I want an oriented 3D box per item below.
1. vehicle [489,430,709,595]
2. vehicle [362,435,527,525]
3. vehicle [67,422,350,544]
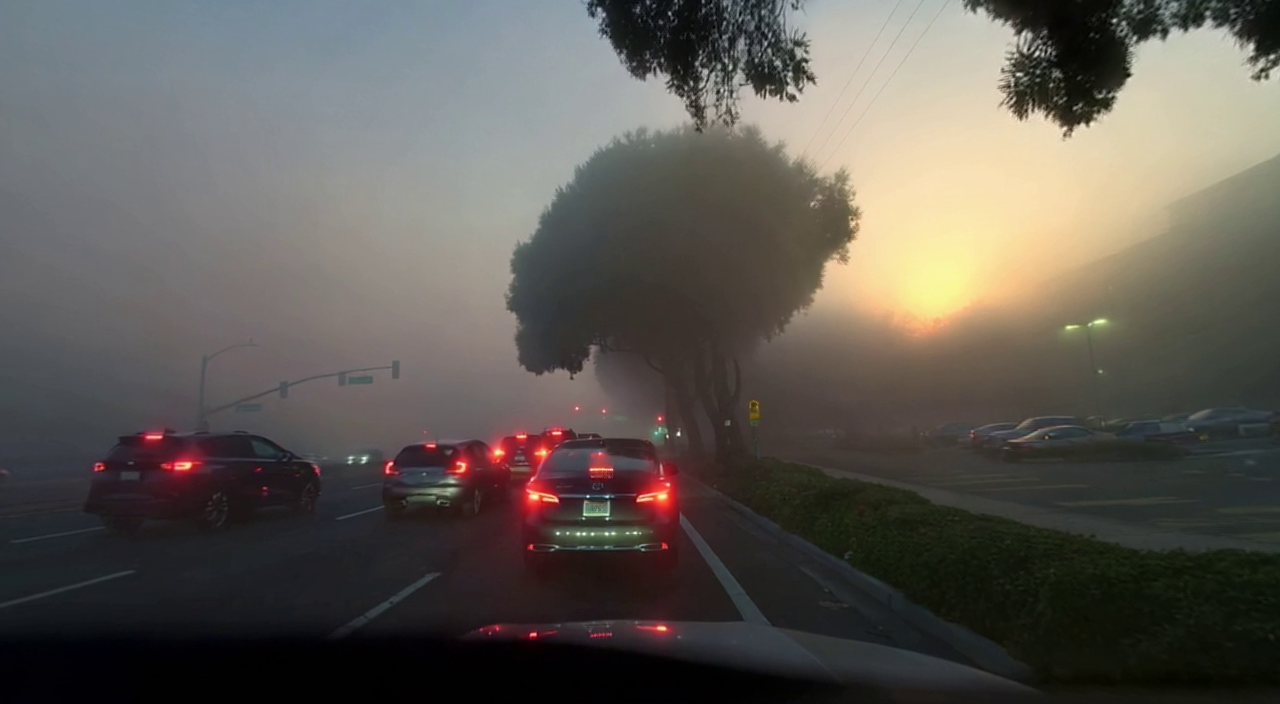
[{"bbox_3d":[-0.392,1.815,8.002,2.066,1.544,3.954,0,-9,0],"label":"vehicle"},{"bbox_3d":[-3.786,2.553,13.210,1.913,1.521,4.539,0,-9,1],"label":"vehicle"},{"bbox_3d":[-7.355,2.251,11.496,2.068,1.784,4.224,0,-9,1],"label":"vehicle"}]
